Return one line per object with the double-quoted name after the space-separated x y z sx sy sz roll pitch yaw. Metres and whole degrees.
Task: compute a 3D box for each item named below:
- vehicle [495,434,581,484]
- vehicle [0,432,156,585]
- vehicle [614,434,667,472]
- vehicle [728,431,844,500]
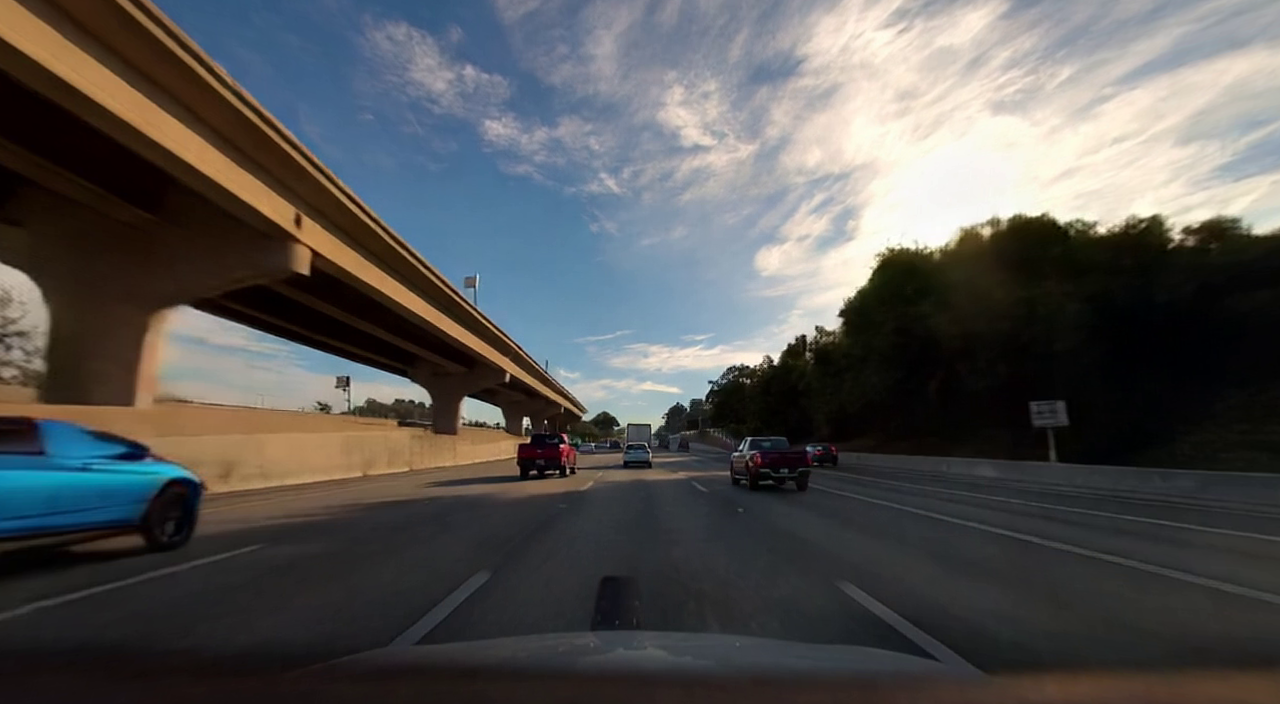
-3.785 4.099 24.485 2.535 1.715 5.030 0 -9 -1 "vehicle"
-7.065 1.424 5.579 1.947 1.444 4.595 0 -9 0 "vehicle"
0.006 5.356 33.612 2.572 1.837 5.693 0 -9 0 "vehicle"
3.801 3.048 17.285 2.119 1.653 4.000 0 -9 -1 "vehicle"
